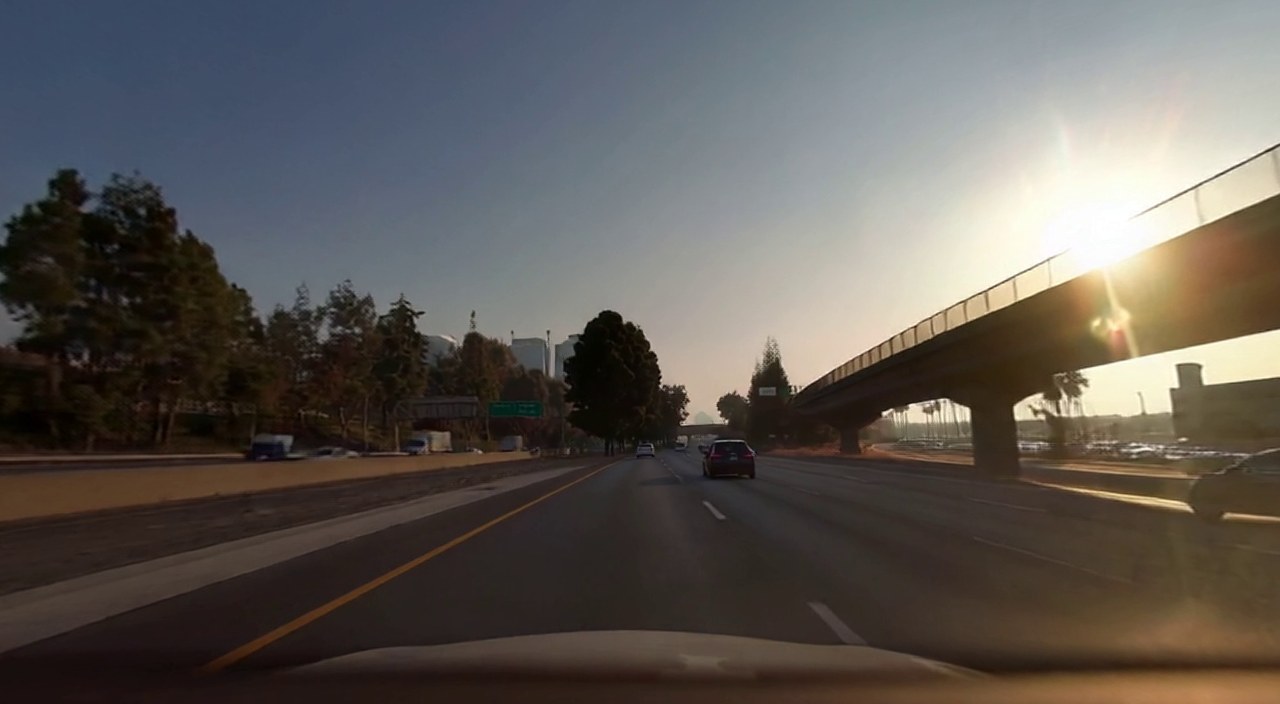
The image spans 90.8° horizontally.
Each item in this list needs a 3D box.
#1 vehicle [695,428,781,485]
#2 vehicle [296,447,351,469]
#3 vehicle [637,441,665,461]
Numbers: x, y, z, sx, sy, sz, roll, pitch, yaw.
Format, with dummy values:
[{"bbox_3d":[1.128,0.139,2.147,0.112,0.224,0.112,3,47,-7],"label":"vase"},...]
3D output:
[{"bbox_3d":[3.309,3.659,22.445,2.226,1.779,4.835,0,-9,-1],"label":"vehicle"},{"bbox_3d":[-23.164,7.748,46.437,1.750,1.472,4.460,0,-9,-1],"label":"vehicle"},{"bbox_3d":[0.859,7.691,49.023,2.046,1.475,3.784,0,-8,1],"label":"vehicle"}]
